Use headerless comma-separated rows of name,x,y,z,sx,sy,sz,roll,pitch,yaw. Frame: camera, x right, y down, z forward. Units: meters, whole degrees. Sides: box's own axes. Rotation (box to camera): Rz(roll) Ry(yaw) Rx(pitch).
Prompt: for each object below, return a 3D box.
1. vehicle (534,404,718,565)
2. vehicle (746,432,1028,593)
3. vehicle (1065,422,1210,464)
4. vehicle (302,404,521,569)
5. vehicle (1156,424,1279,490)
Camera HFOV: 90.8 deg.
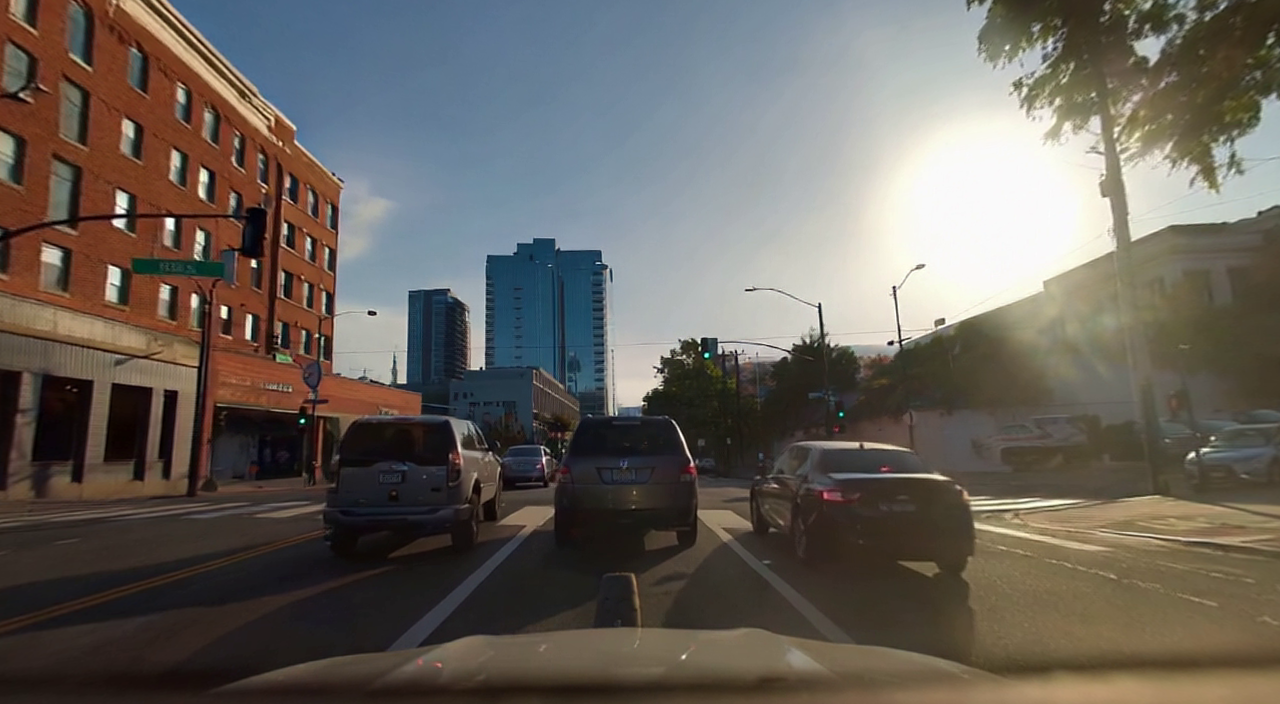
vehicle,-0.185,1.863,9.611,2.105,1.842,4.537,0,-8,-1
vehicle,2.635,1.793,7.963,1.852,1.462,4.155,0,-8,0
vehicle,20.819,3.843,26.581,4.355,1.663,1.948,0,-8,1
vehicle,-2.953,1.814,9.256,1.855,1.812,4.244,0,-8,-4
vehicle,17.432,2.938,17.617,4.547,1.720,1.624,0,-12,-1
